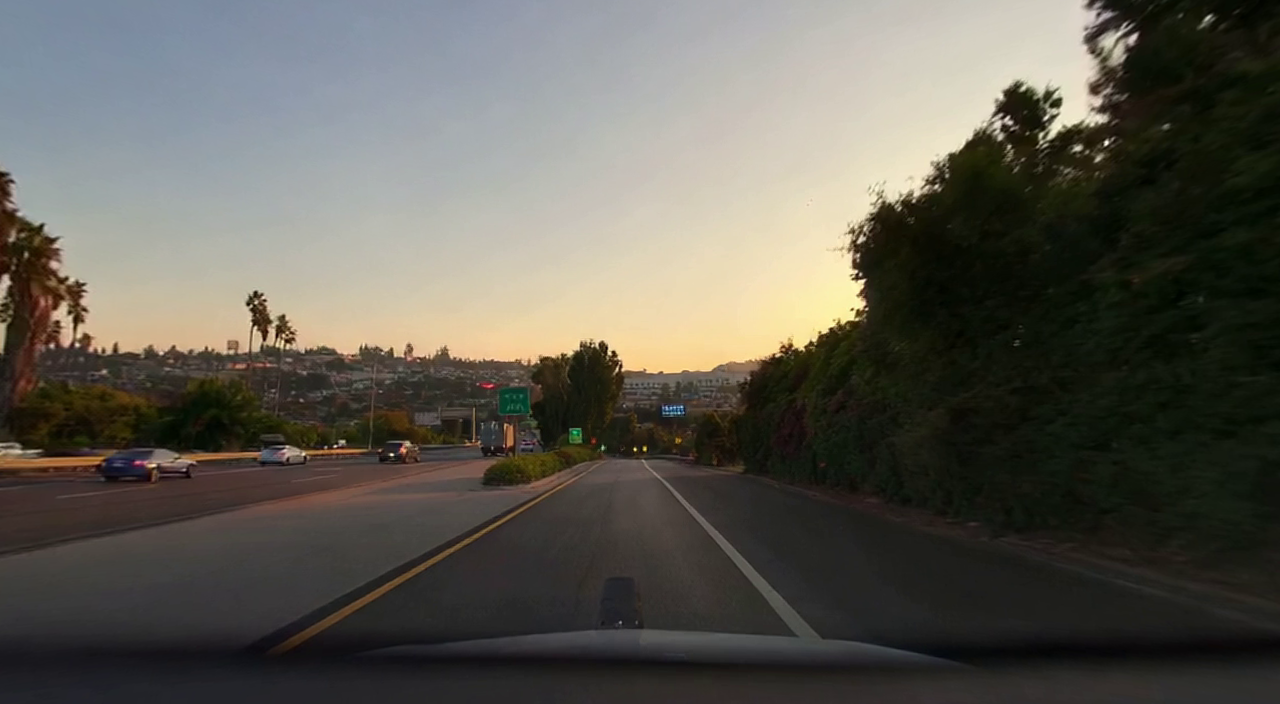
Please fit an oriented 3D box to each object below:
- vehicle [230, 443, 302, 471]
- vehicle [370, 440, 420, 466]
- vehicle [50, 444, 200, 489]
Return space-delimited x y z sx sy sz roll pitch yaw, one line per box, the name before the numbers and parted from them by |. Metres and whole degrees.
vehicle | -23.624 6.603 40.109 1.998 1.648 4.495 0 -9 -4
vehicle | -16.202 6.679 41.961 1.919 1.658 4.084 0 -9 -4
vehicle | -18.906 4.195 23.538 1.933 1.496 4.516 0 -9 -3
